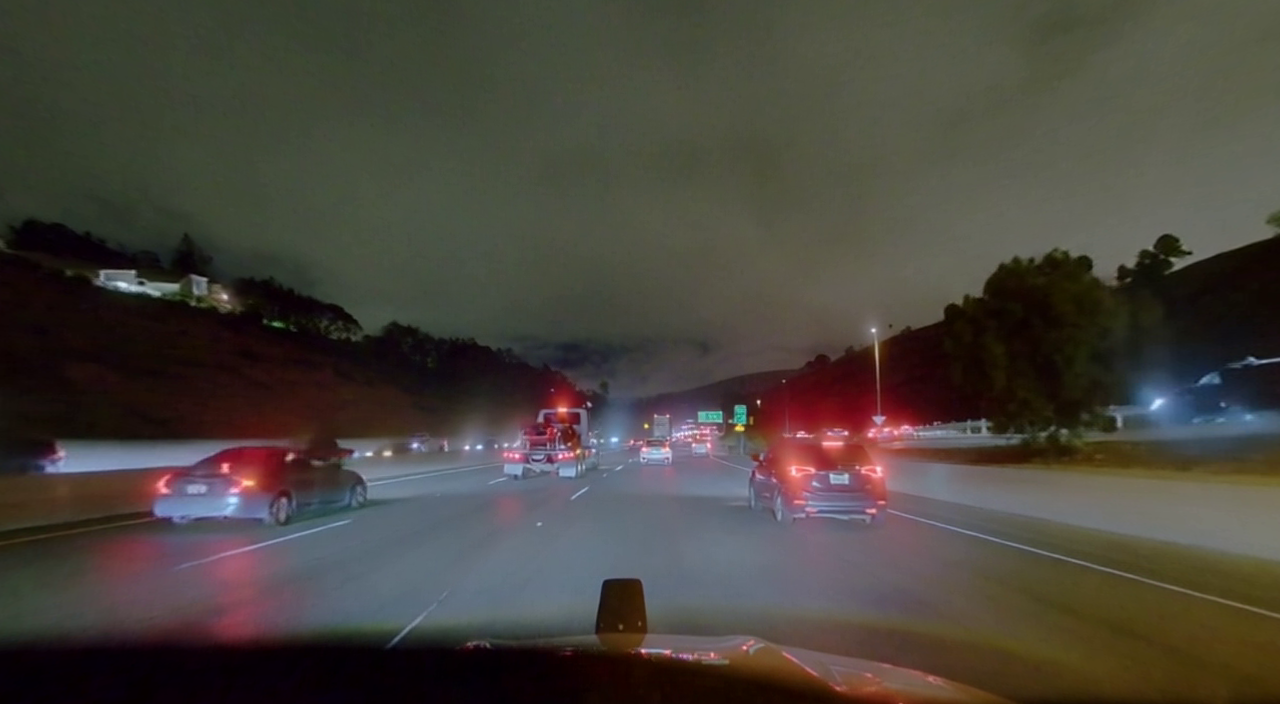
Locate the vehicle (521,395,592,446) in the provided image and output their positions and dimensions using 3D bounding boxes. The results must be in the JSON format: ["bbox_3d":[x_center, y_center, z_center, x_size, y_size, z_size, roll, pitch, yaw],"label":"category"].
[{"bbox_3d":[-2.940,2.620,23.232,1.893,1.674,4.766,0,-8,1],"label":"vehicle"}]

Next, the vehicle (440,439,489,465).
[{"bbox_3d":[-11.472,6.550,41.485,1.869,1.603,3.861,-1,-8,5],"label":"vehicle"}]

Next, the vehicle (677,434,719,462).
[{"bbox_3d":[3.533,5.961,39.232,2.075,1.614,4.682,0,-8,-1],"label":"vehicle"}]

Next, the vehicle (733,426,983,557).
[{"bbox_3d":[2.837,1.916,9.446,2.040,1.481,4.260,0,-8,-3],"label":"vehicle"}]

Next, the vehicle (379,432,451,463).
[{"bbox_3d":[-14.664,6.279,41.543,2.333,1.897,5.499,-1,-8,5],"label":"vehicle"}]

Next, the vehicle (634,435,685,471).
[{"bbox_3d":[0.865,4.485,28.171,2.079,1.499,3.915,0,-8,2],"label":"vehicle"}]

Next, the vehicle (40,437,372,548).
[{"bbox_3d":[-6.619,2.165,10.579,1.964,1.395,4.948,0,-8,2],"label":"vehicle"}]

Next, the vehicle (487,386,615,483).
[{"bbox_3d":[-2.908,3.264,24.435,3.162,2.955,10.282,0,-8,2],"label":"vehicle"}]

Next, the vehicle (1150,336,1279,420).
[{"bbox_3d":[14.342,0.618,14.148,1.979,1.616,4.268,1,-8,-5],"label":"vehicle"}]
